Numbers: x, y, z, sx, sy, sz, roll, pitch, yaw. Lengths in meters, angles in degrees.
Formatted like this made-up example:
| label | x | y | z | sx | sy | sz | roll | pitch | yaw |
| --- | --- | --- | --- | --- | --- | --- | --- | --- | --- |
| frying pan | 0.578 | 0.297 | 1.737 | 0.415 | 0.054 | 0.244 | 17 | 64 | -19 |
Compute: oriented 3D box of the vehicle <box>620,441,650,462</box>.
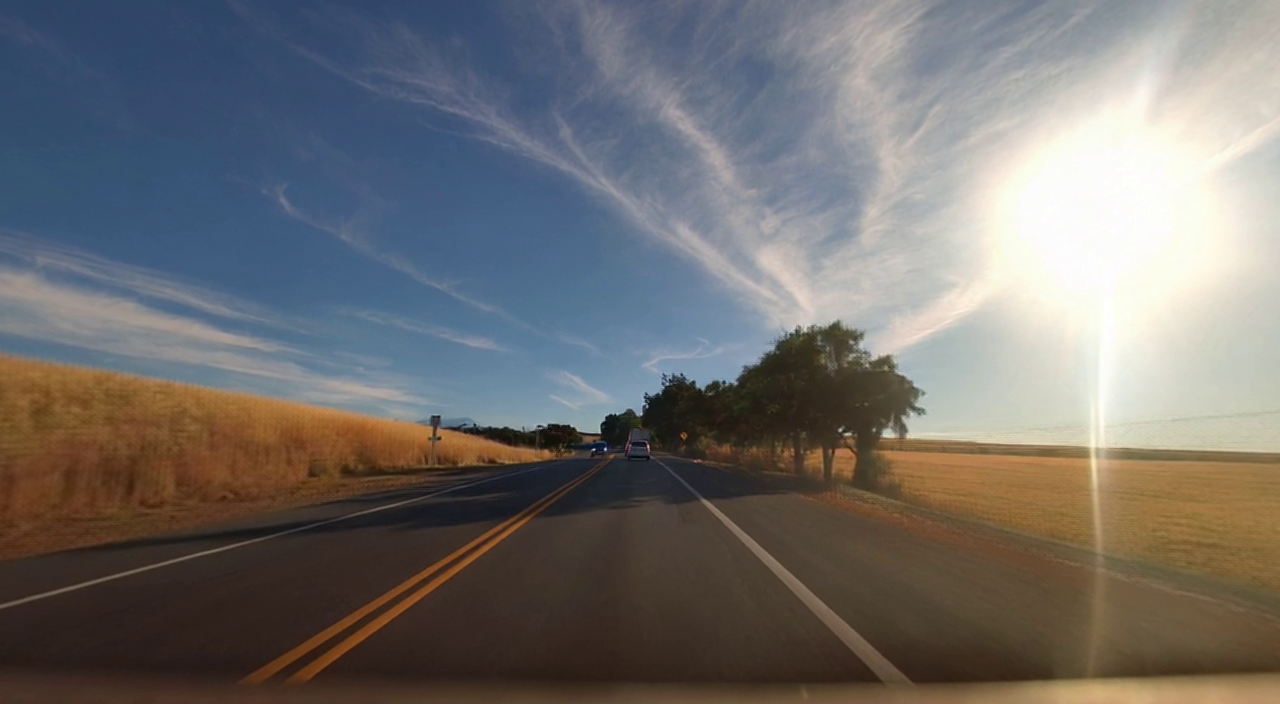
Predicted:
| label | x | y | z | sx | sy | sz | roll | pitch | yaw |
| --- | --- | --- | --- | --- | --- | --- | --- | --- | --- |
| vehicle | -0.370 | 7.352 | 46.876 | 2.186 | 1.486 | 3.861 | 0 | -9 | -1 |
